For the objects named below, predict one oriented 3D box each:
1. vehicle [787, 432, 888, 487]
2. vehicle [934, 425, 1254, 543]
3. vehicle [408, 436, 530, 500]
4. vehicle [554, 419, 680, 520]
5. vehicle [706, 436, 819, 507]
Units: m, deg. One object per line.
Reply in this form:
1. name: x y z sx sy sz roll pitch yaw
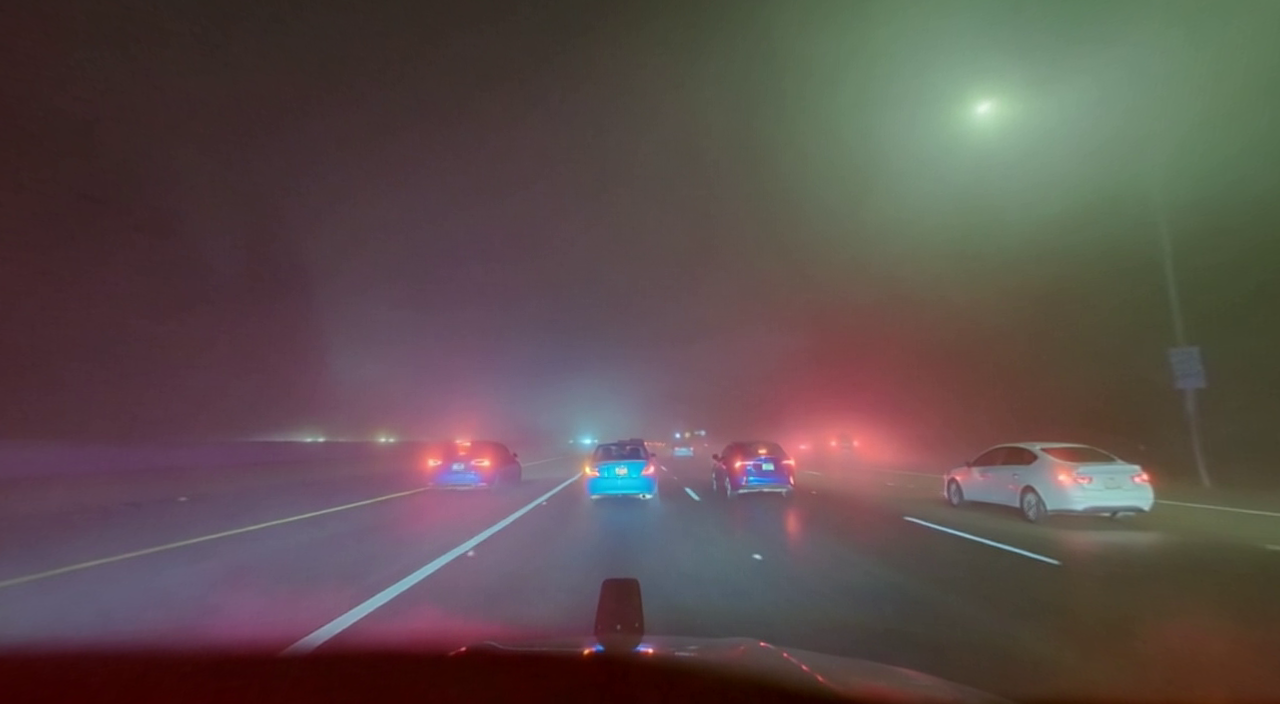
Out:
1. vehicle: 6.861 3.805 22.439 2.022 1.735 4.400 1 -9 -2
2. vehicle: 7.547 2.234 11.304 2.106 1.641 4.671 1 -9 -2
3. vehicle: -4.605 3.205 17.815 2.071 1.537 4.912 0 -9 0
4. vehicle: -0.420 2.346 13.010 2.181 1.728 3.970 0 -9 -1
5. vehicle: 2.912 2.947 15.973 1.975 1.532 4.227 1 -9 -1
